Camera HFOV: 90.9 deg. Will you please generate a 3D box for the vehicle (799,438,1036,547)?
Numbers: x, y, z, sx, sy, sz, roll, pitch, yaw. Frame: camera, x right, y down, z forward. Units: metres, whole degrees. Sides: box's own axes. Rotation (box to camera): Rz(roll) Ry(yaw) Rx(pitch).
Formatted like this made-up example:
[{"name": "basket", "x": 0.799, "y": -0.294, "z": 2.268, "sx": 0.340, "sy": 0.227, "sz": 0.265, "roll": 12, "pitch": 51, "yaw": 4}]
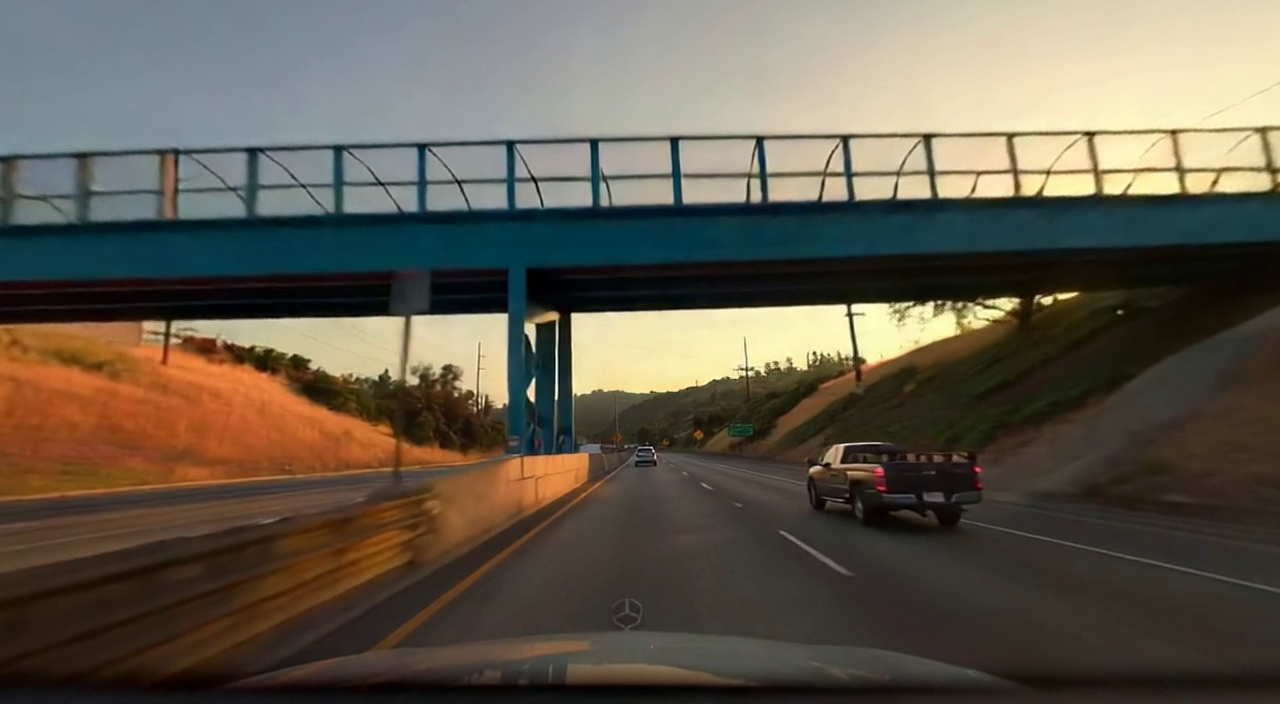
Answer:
[{"name": "vehicle", "x": 4.539, "y": 2.367, "z": 11.387, "sx": 1.988, "sy": 1.505, "sz": 4.958, "roll": 0, "pitch": -9, "yaw": 0}]
